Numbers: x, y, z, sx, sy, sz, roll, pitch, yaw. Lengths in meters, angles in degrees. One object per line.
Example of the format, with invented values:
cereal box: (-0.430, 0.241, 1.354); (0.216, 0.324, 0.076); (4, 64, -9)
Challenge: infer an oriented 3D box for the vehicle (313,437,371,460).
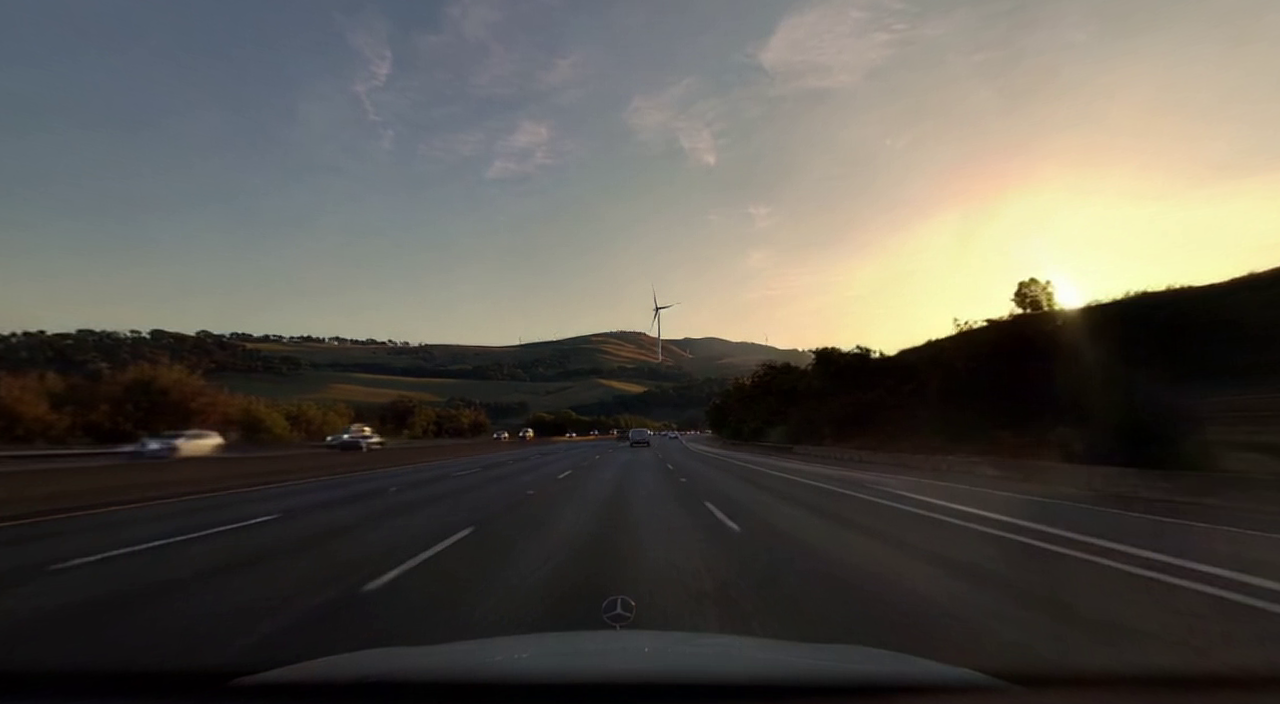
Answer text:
vehicle: (-19.992, 6.455, 42.417); (1.875, 1.456, 4.044); (0, -8, 1)

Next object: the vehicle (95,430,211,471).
vehicle: (-23.898, 4.827, 31.172); (2.006, 1.838, 4.631); (0, -8, 0)
